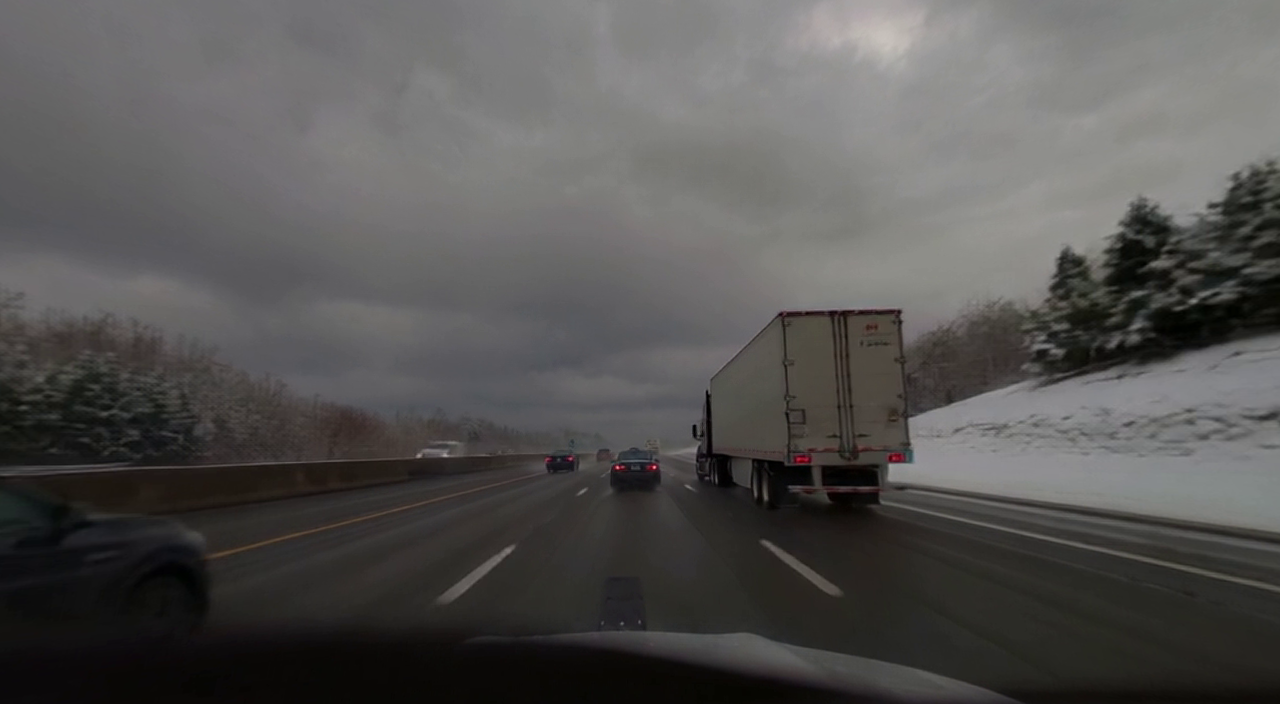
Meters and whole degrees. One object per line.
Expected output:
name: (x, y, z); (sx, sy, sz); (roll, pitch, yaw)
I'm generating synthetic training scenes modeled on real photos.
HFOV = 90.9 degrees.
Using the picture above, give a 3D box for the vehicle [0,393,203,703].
vehicle: (-3.700, 0.798, 1.482); (2.153, 1.581, 4.375); (0, -9, 0)

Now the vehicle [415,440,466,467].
vehicle: (-12.814, 6.568, 40.789); (1.915, 1.643, 4.268); (0, -9, -1)

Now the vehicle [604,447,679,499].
vehicle: (0.010, 3.595, 19.107); (2.023, 1.400, 4.028); (0, -9, -1)

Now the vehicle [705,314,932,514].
vehicle: (4.376, 2.341, 20.120); (2.905, 4.109, 14.332); (0, -9, -1)

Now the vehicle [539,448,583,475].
vehicle: (-4.482, 6.278, 36.339); (2.017, 1.460, 4.382); (0, -9, -1)
